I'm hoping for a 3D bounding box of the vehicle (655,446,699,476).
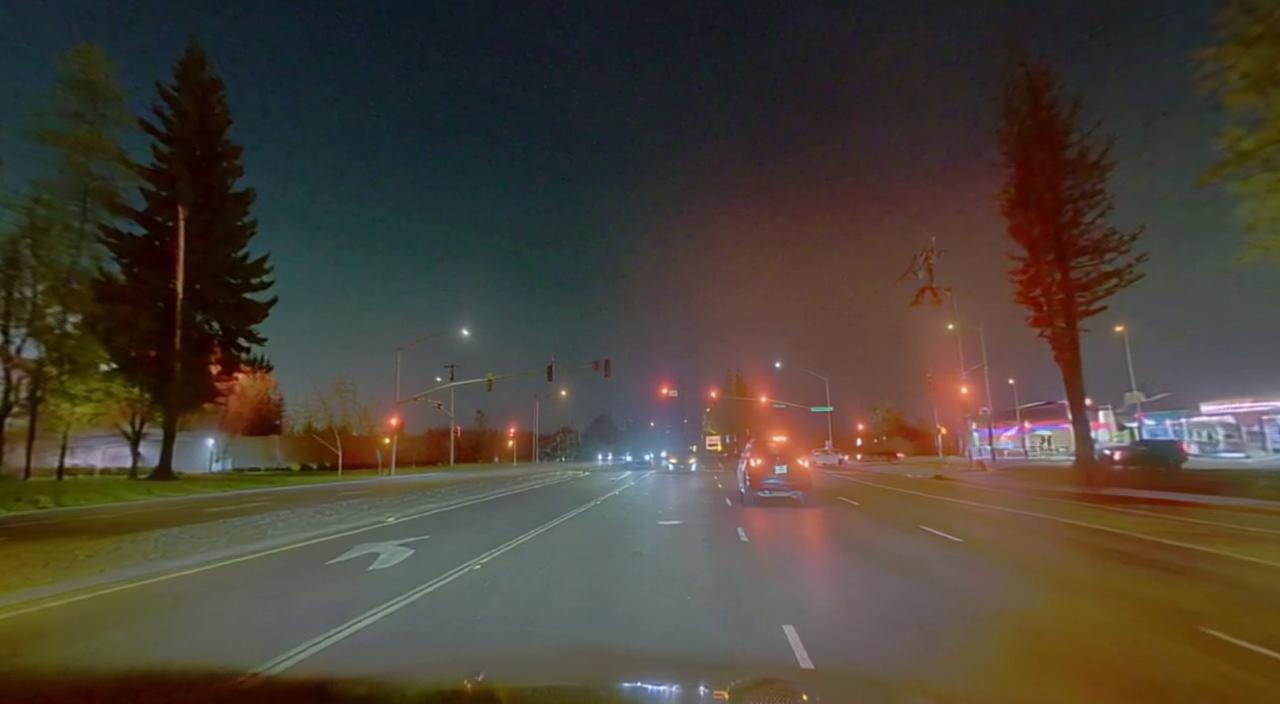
[{"bbox_3d":[2.005,5.687,33.213,2.100,1.469,3.872,-1,-9,6],"label":"vehicle"}]

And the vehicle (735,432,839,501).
[{"bbox_3d":[4.061,3.227,18.139,2.213,1.715,4.242,-1,-9,4],"label":"vehicle"}]
